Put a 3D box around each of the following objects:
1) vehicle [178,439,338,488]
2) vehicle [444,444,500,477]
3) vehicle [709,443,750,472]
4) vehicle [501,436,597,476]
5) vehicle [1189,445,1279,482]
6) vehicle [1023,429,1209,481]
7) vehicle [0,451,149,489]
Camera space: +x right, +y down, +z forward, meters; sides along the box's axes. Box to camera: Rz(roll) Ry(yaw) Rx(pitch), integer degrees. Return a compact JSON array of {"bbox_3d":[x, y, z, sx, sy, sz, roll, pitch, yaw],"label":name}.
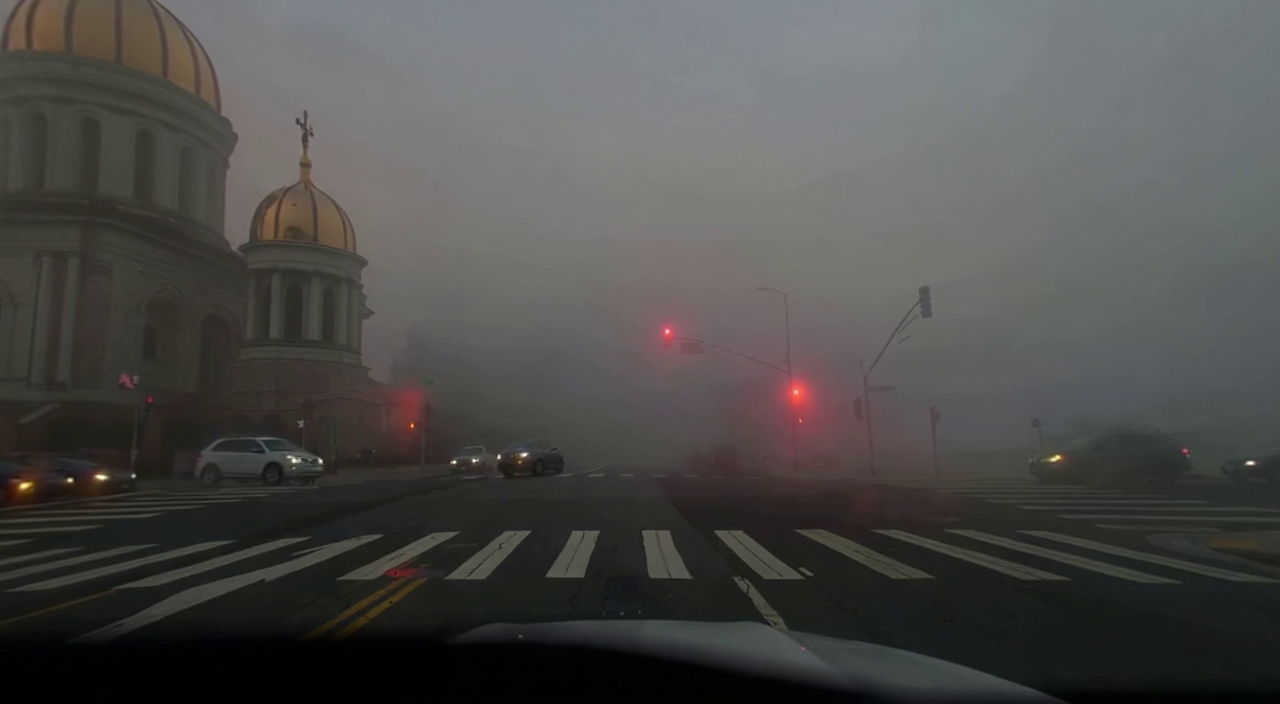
[{"bbox_3d":[-14.069,4.110,23.517,4.567,1.724,2.051,0,-8,-1],"label":"vehicle"},{"bbox_3d":[-10.244,6.613,38.923,2.076,1.876,4.669,0,-8,1],"label":"vehicle"},{"bbox_3d":[5.820,6.859,41.480,1.969,1.776,4.329,0,-8,-2],"label":"vehicle"},{"bbox_3d":[-4.135,4.854,29.706,2.223,1.692,4.688,-4,-9,25],"label":"vehicle"},{"bbox_3d":[26.335,4.671,26.667,4.561,1.475,1.850,0,-8,0],"label":"vehicle"},{"bbox_3d":[19.832,4.317,26.575,5.852,2.057,2.361,0,-8,1],"label":"vehicle"},{"bbox_3d":[-23.386,4.888,26.209,4.479,1.476,1.873,0,-8,2],"label":"vehicle"}]
